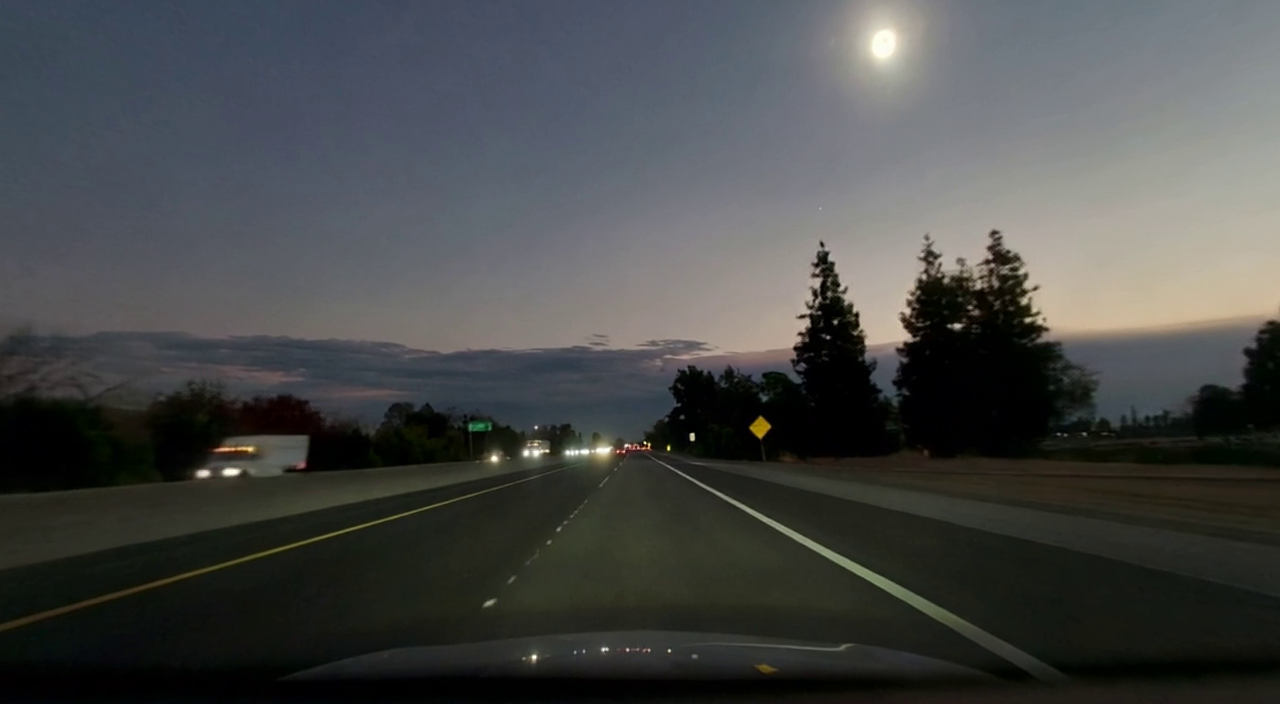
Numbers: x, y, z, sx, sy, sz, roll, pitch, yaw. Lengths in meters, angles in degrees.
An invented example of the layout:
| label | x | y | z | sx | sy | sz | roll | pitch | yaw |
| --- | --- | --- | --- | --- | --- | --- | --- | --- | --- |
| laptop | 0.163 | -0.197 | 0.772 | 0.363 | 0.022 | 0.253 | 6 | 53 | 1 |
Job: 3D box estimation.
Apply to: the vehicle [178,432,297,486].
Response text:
| label | x | y | z | sx | sy | sz | roll | pitch | yaw |
| --- | --- | --- | --- | --- | --- | --- | --- | --- | --- |
| vehicle | -20.982 | 5.586 | 33.297 | 2.382 | 2.549 | 5.609 | 0 | -9 | 1 |
